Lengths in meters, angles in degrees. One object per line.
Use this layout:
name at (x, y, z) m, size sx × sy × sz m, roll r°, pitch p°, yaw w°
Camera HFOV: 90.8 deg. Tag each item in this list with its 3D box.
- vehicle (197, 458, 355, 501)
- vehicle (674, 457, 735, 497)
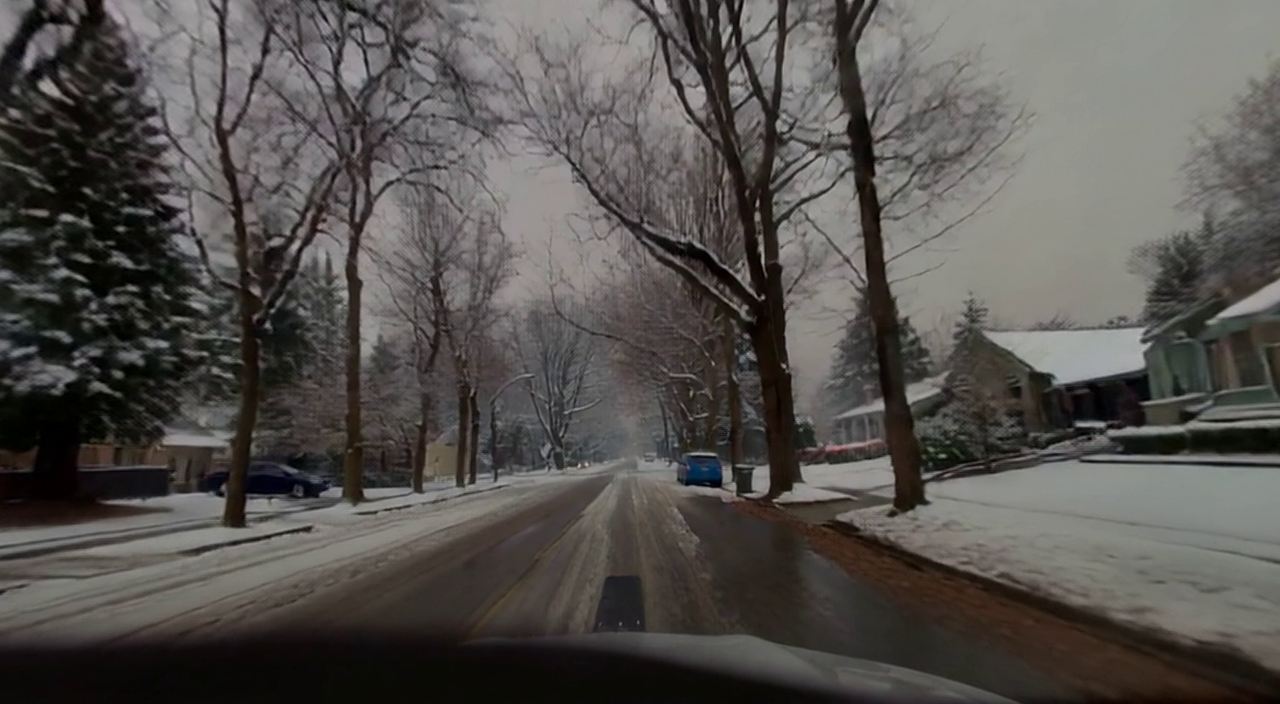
vehicle at (-16.717, 5.864, 29.284) m, size 5.902 × 1.796 × 2.183 m, roll 0°, pitch -9°, yaw -3°
vehicle at (2.658, 5.301, 27.106) m, size 2.022 × 1.455 × 4.406 m, roll 0°, pitch -9°, yaw -2°
